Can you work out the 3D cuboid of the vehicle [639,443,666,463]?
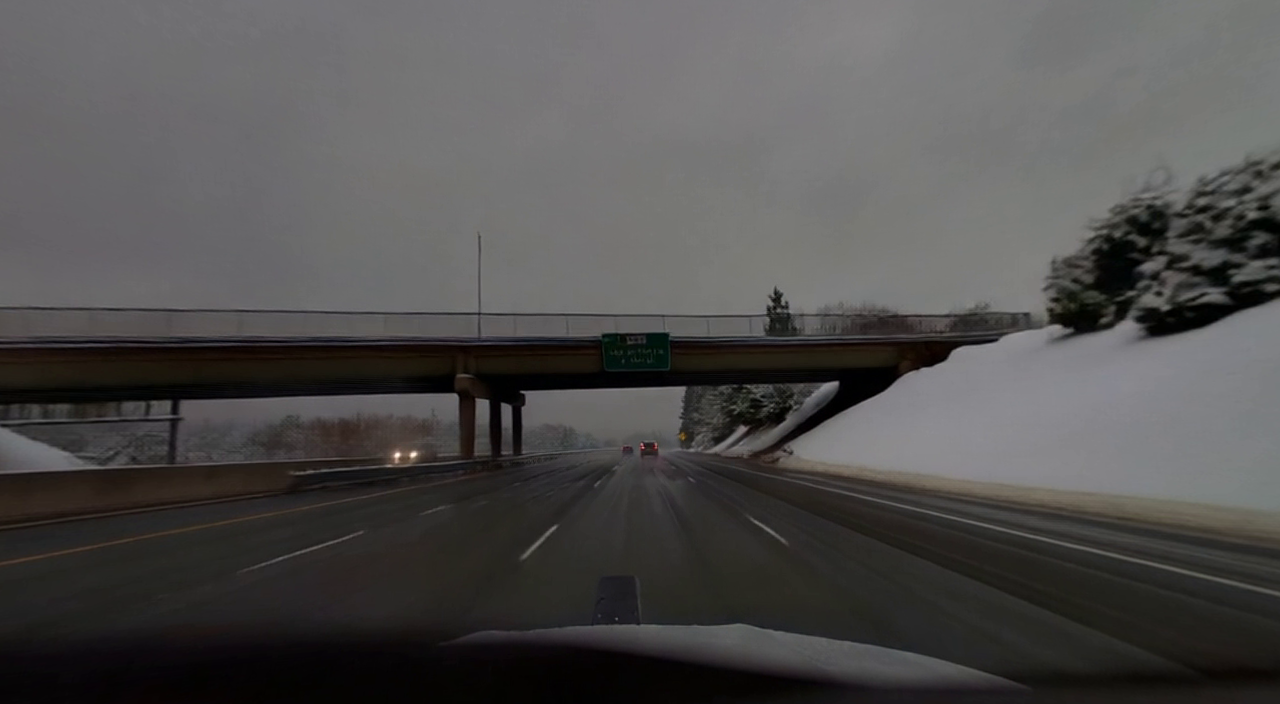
[{"bbox_3d":[0.924,7.650,48.021,1.970,1.477,4.158,0,-9,1],"label":"vehicle"}]

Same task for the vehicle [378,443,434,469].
[{"bbox_3d":[-14.953,6.614,40.585,1.806,1.563,3.887,-1,-8,6],"label":"vehicle"}]
